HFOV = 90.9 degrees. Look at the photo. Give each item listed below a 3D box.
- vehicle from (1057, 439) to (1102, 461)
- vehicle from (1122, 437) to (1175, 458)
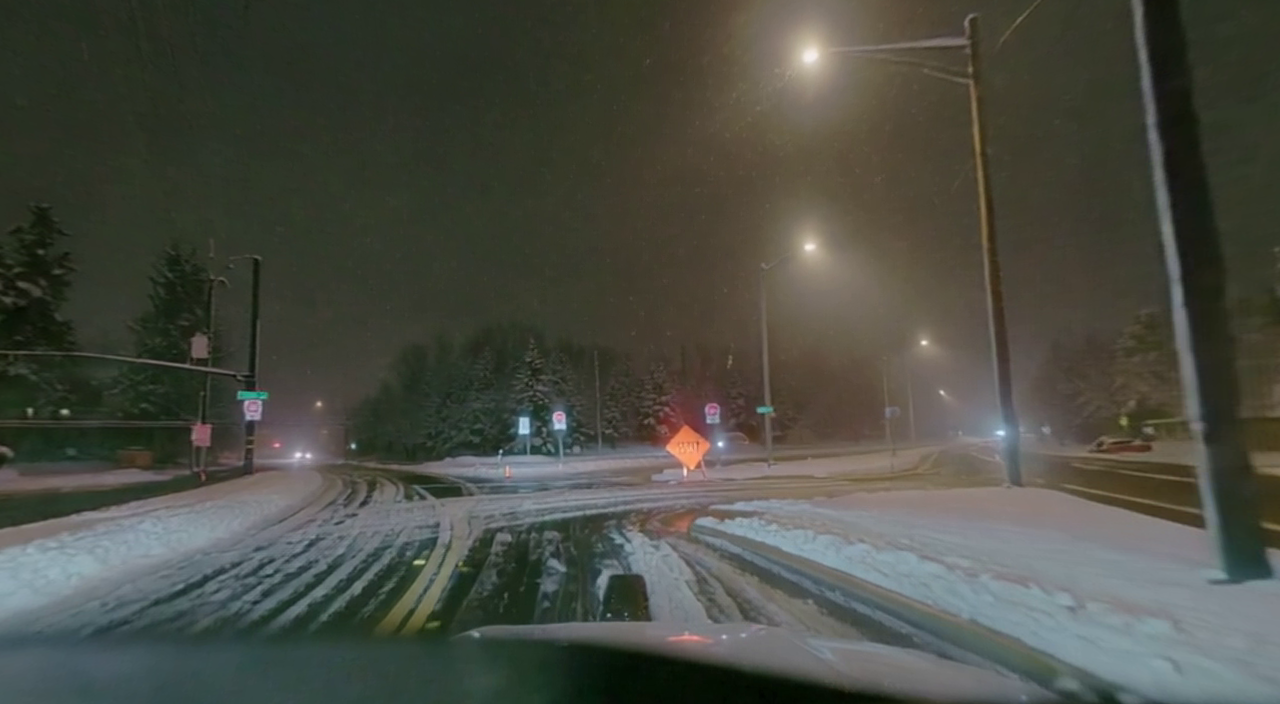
[{"bbox_3d":[33.936,7.577,48.787,2.023,1.567,4.283,-4,-10,24],"label":"vehicle"},{"bbox_3d":[36.741,6.939,45.660,1.917,1.466,4.422,-4,-10,25],"label":"vehicle"}]
